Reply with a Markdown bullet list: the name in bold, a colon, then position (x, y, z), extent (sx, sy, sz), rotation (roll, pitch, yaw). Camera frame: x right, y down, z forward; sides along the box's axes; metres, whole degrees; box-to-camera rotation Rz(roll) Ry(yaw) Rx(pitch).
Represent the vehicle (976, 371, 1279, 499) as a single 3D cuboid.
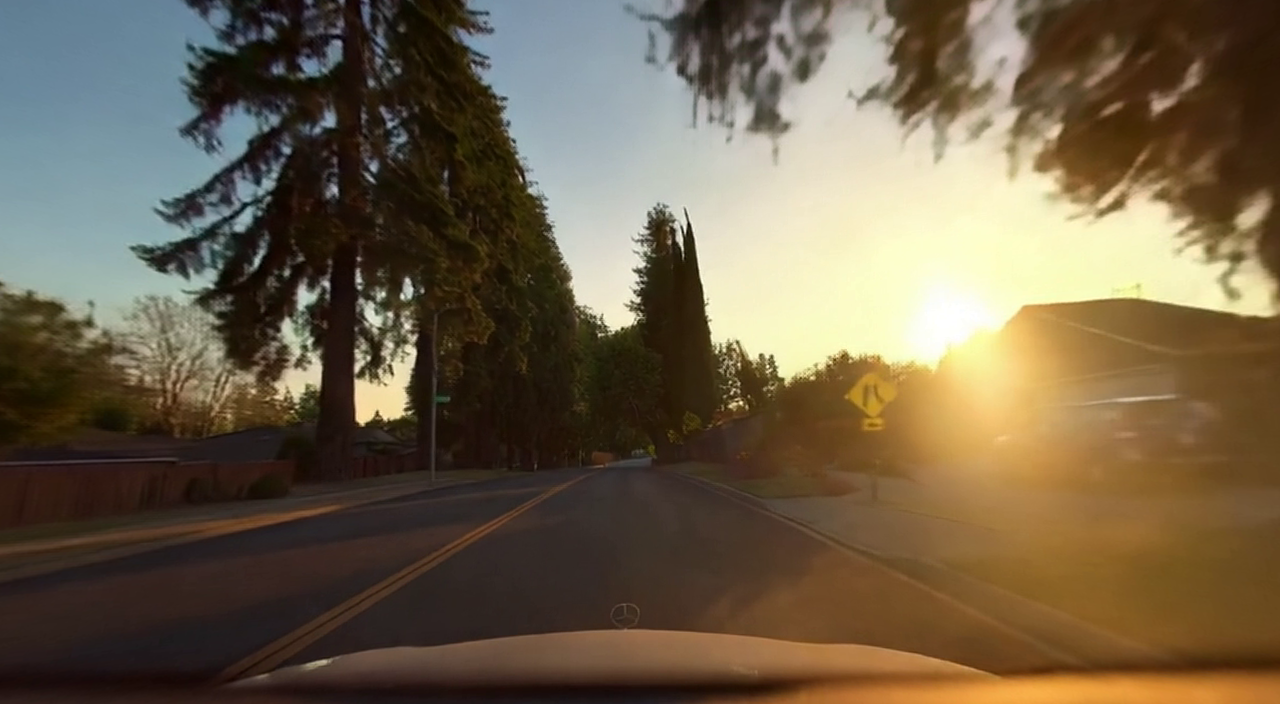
- **vehicle**: position (9.735, 1.760, 13.180), extent (2.335, 2.028, 6.172), rotation (-1, -8, 3)
